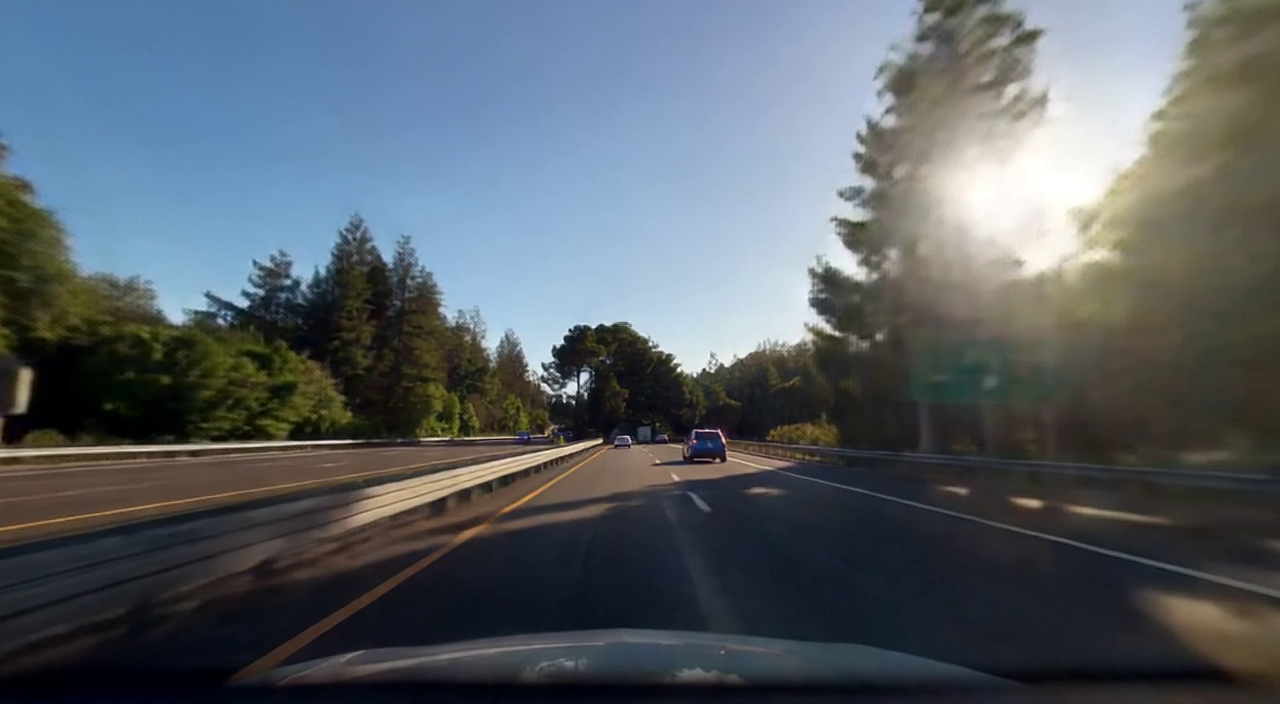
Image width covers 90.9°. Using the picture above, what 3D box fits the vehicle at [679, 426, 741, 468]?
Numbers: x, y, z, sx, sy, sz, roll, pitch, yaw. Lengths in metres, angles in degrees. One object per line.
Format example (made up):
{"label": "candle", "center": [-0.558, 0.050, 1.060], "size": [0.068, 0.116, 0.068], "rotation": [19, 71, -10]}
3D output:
{"label": "vehicle", "center": [2.985, 4.166, 27.915], "size": [2.085, 1.681, 4.436], "rotation": [0, -7, -2]}
